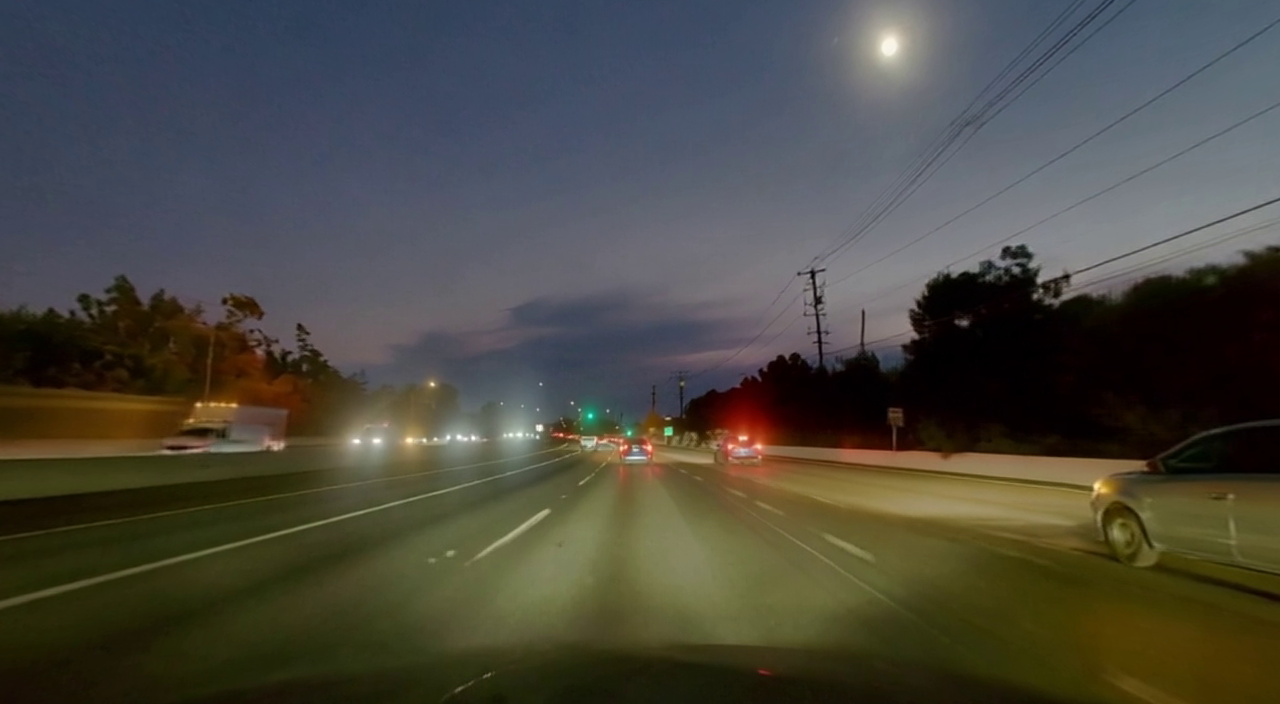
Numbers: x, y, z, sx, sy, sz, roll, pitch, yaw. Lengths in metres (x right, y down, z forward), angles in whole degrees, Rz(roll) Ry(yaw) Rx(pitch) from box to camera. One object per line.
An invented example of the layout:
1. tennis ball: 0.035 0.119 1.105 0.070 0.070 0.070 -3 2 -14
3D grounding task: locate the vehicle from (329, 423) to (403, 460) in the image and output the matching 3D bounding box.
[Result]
1. vehicle: -16.662 5.481 38.716 2.208 2.085 5.448 0 -8 -1

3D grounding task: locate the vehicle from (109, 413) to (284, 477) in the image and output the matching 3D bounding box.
1. vehicle: -16.216 3.485 23.647 2.339 2.062 5.804 0 -8 0

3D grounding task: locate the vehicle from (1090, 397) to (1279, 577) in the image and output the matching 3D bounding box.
1. vehicle: 7.249 1.298 6.089 2.102 1.723 4.745 0 -8 -3

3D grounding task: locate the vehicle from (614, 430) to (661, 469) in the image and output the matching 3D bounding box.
1. vehicle: -0.177 4.817 31.345 2.192 1.769 4.287 0 -8 -2

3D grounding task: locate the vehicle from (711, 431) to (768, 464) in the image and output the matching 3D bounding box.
1. vehicle: 5.468 5.337 35.419 2.099 1.720 4.829 0 -8 -4

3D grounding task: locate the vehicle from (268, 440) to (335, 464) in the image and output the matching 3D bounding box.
1. vehicle: -20.528 6.077 38.476 1.858 1.414 4.389 1 -8 -3

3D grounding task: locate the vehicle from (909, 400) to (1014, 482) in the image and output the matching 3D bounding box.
1. vehicle: 11.595 3.222 22.989 2.162 2.775 2.707 0 -8 -3

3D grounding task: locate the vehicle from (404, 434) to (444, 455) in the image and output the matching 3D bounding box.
1. vehicle: -16.849 7.274 49.386 1.838 1.551 4.182 0 -8 -2
